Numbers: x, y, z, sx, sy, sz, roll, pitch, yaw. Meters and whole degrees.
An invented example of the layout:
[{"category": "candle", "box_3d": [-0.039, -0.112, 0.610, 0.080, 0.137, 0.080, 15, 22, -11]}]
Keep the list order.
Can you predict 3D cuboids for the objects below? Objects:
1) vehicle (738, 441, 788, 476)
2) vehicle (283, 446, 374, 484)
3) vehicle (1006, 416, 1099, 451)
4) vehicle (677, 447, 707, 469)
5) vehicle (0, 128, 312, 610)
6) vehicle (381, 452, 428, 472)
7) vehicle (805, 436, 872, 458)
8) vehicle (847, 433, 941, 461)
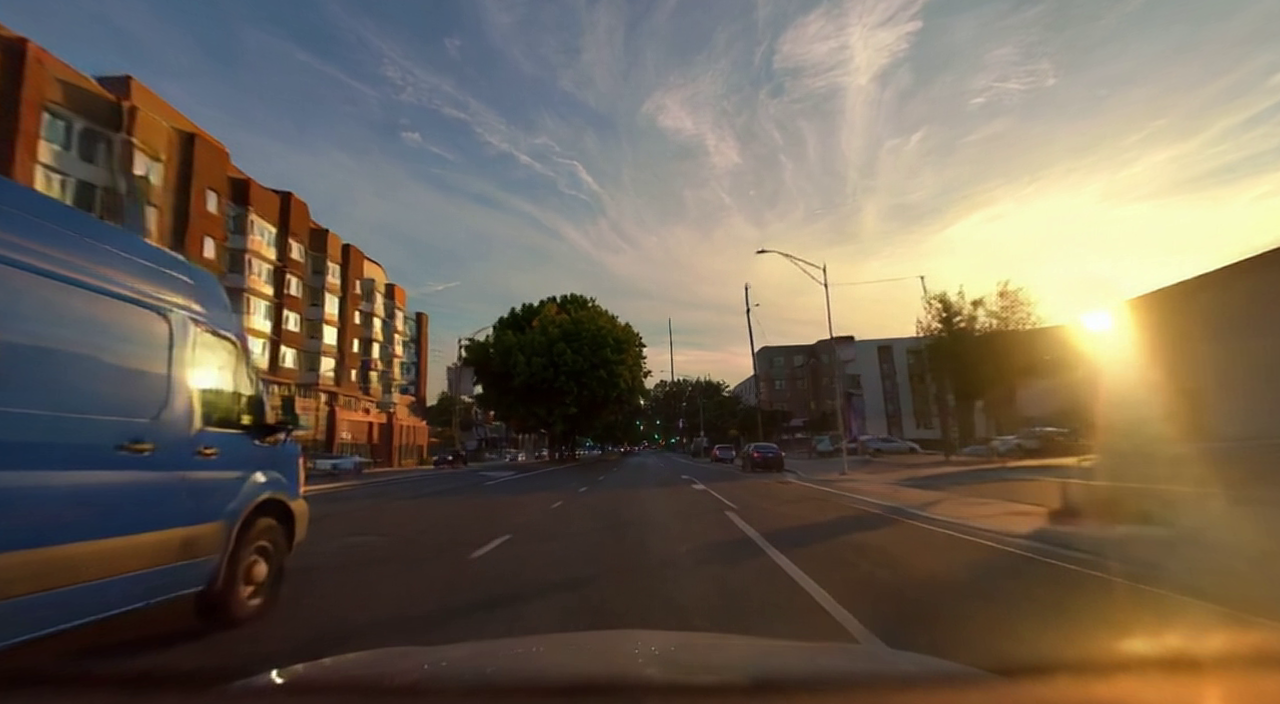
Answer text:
[{"category": "vehicle", "box_3d": [6.759, 5.896, 35.156, 2.175, 1.770, 4.373, -1, -9, 4]}, {"category": "vehicle", "box_3d": [-14.993, 5.445, 30.754, 2.151, 1.705, 4.537, 0, -9, -1]}, {"category": "vehicle", "box_3d": [30.895, 6.160, 47.455, 5.204, 2.465, 2.316, -1, -9, 5]}, {"category": "vehicle", "box_3d": [3.791, 7.783, 46.649, 1.878, 1.534, 4.120, 0, -9, -1]}, {"category": "vehicle", "box_3d": [-5.373, 0.102, 3.913, 2.763, 2.974, 7.562, 0, -8, -2]}, {"category": "vehicle", "box_3d": [-18.319, 8.571, 49.404, 1.911, 1.476, 4.602, 0, -9, 0]}, {"category": "vehicle", "box_3d": [15.235, 7.305, 48.697, 4.527, 1.637, 1.887, 0, -9, 0]}, {"category": "vehicle", "box_3d": [15.370, 5.801, 38.460, 4.830, 1.605, 1.982, -1, -9, 4]}]
